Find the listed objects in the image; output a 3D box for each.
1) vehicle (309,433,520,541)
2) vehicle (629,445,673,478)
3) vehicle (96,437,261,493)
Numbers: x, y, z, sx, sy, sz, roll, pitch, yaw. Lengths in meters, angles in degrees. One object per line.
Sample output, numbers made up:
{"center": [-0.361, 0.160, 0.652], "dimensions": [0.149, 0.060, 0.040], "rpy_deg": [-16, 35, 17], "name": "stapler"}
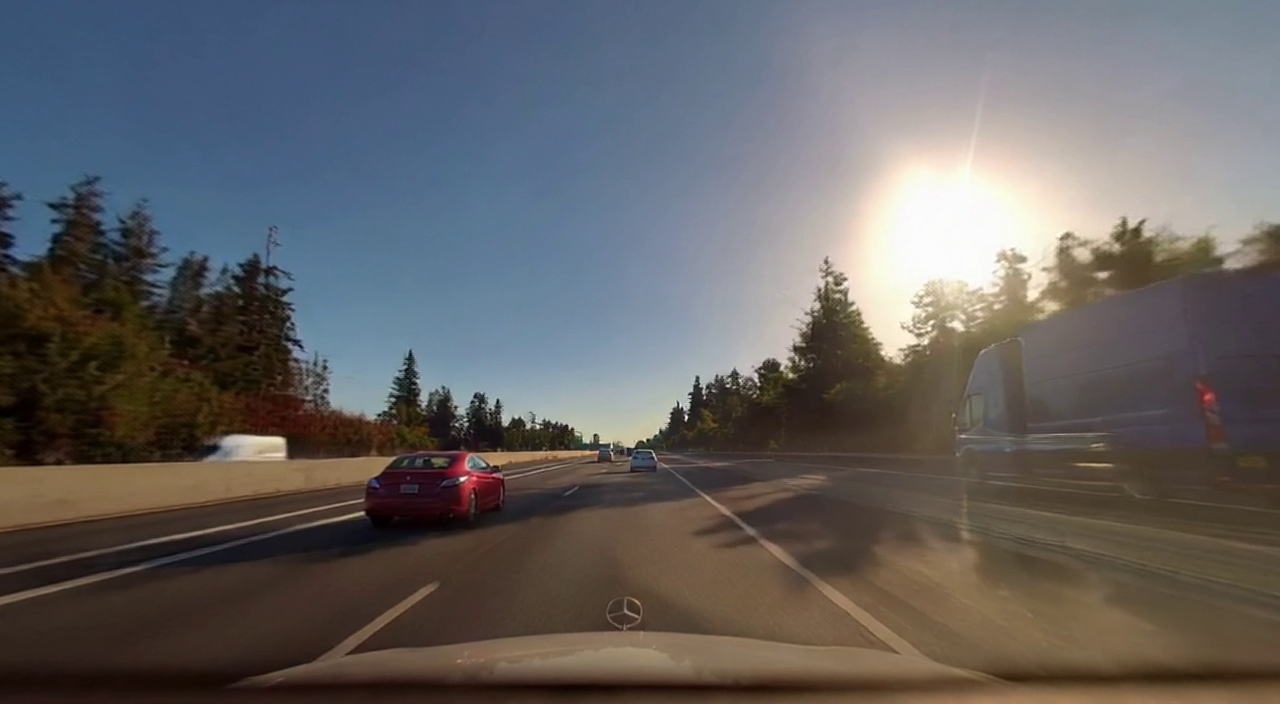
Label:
{"center": [-3.540, 2.211, 10.900], "dimensions": [2.062, 1.474, 4.151], "rpy_deg": [0, -9, 1], "name": "vehicle"}
{"center": [0.494, 5.239, 30.343], "dimensions": [2.002, 1.449, 3.612], "rpy_deg": [0, -9, 0], "name": "vehicle"}
{"center": [-16.800, 4.142, 23.414], "dimensions": [2.086, 1.852, 5.229], "rpy_deg": [0, -9, 1], "name": "vehicle"}
